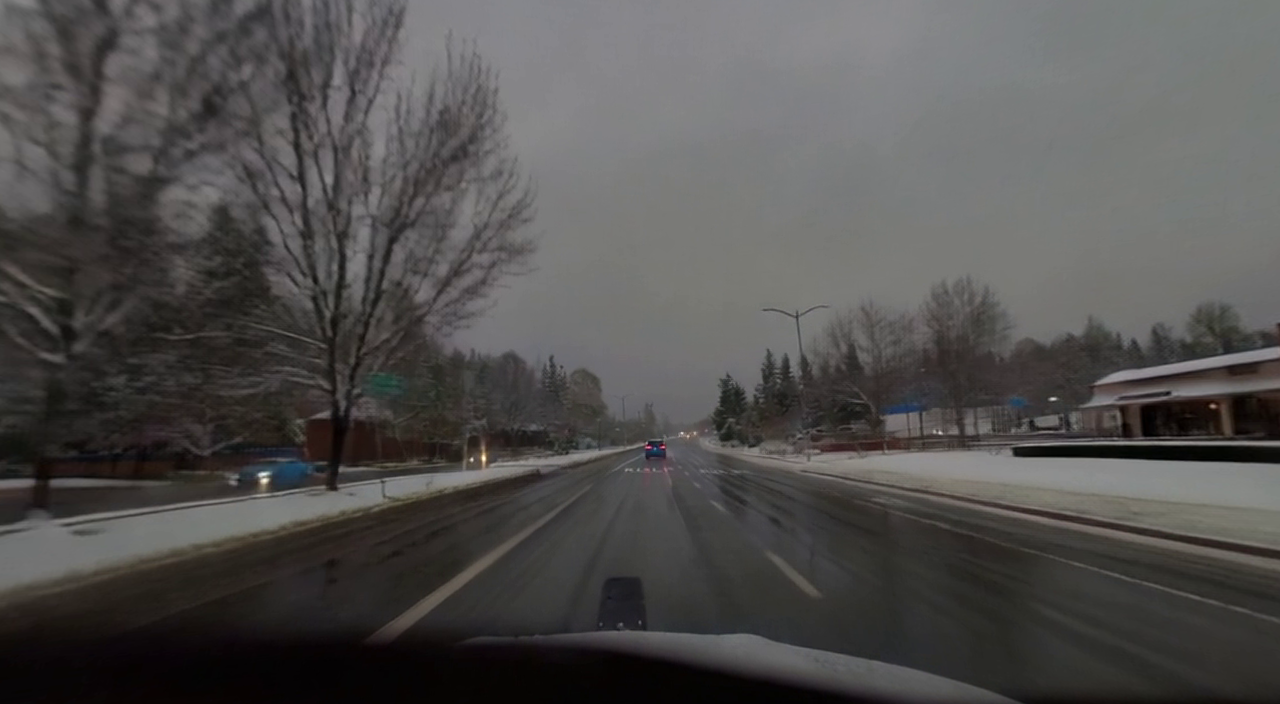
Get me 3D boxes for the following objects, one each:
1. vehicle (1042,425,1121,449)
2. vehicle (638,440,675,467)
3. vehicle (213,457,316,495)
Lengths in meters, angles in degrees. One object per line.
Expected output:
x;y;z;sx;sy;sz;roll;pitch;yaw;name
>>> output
31.722;6.153;45.199;4.051;1.475;1.949;-3;-9;2;vehicle
0.978;6.148;38.157;2.144;1.505;4.128;0;-9;1;vehicle
-16.796;5.544;28.401;1.836;1.469;4.444;0;-9;1;vehicle
